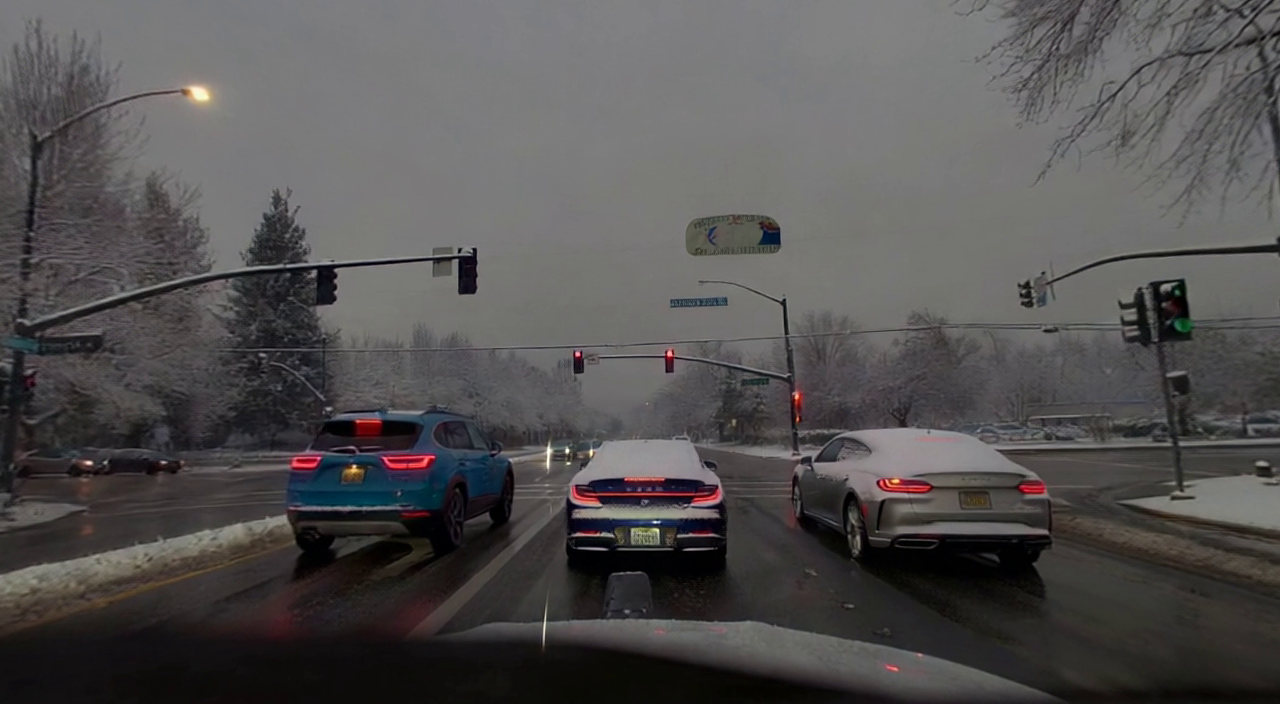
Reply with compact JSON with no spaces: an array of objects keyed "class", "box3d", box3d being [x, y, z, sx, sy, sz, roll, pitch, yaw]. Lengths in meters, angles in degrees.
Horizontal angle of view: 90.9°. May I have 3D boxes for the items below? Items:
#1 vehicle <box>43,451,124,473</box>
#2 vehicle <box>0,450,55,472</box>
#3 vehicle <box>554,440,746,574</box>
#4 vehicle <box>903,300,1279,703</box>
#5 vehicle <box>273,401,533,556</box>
[{"class":"vehicle","box3d":[-41.290,8.159,46.803,4.195,1.533,1.752,0,-8,-3]},{"class":"vehicle","box3d":[-46.156,7.968,46.175,4.545,1.558,1.833,0,-8,-4]},{"class":"vehicle","box3d":[0.116,1.872,8.388,1.945,1.343,3.827,0,-8,1]},{"class":"vehicle","box3d":[3.104,0.801,2.540,2.143,1.759,4.531,0,-8,0]},{"class":"vehicle","box3d":[-3.170,1.830,9.800,2.061,1.781,4.842,0,-8,1]}]
